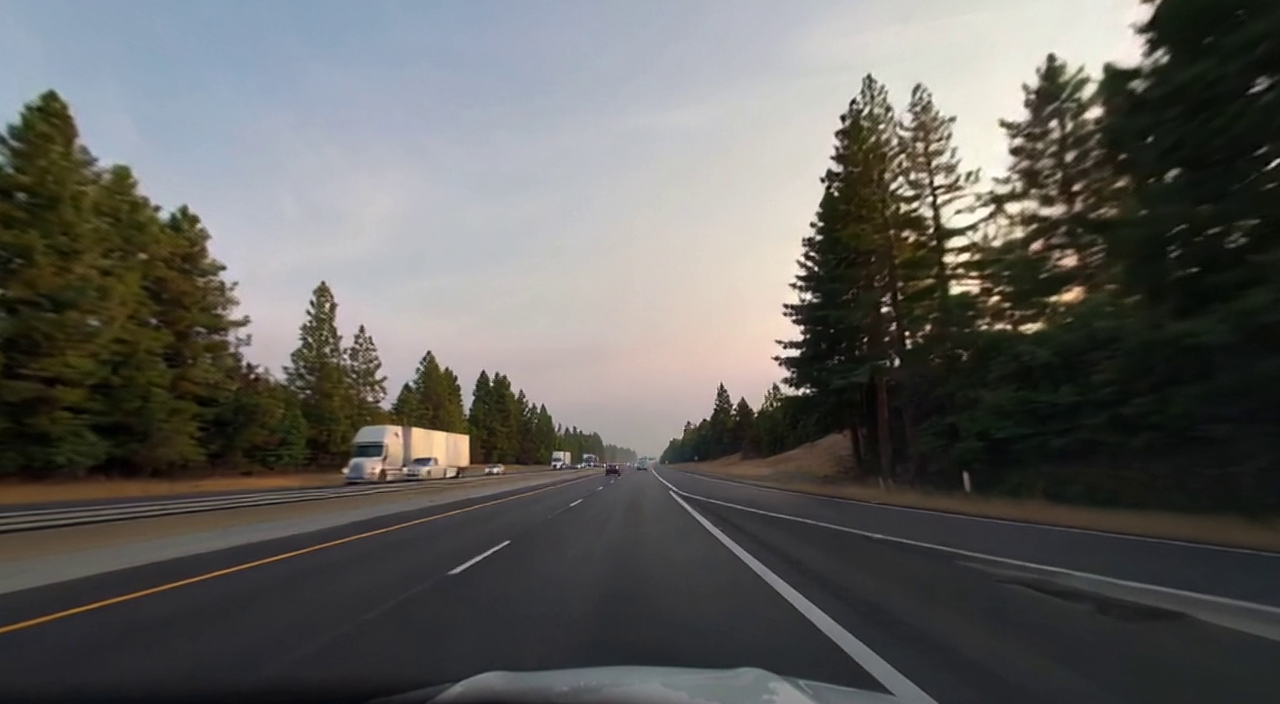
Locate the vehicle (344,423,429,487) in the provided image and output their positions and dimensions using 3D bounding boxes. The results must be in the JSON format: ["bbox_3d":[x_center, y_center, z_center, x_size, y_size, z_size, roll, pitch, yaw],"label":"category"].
[{"bbox_3d":[-17.109,7.087,43.029,3.002,4.023,5.968,0,-10,1],"label":"vehicle"}]
